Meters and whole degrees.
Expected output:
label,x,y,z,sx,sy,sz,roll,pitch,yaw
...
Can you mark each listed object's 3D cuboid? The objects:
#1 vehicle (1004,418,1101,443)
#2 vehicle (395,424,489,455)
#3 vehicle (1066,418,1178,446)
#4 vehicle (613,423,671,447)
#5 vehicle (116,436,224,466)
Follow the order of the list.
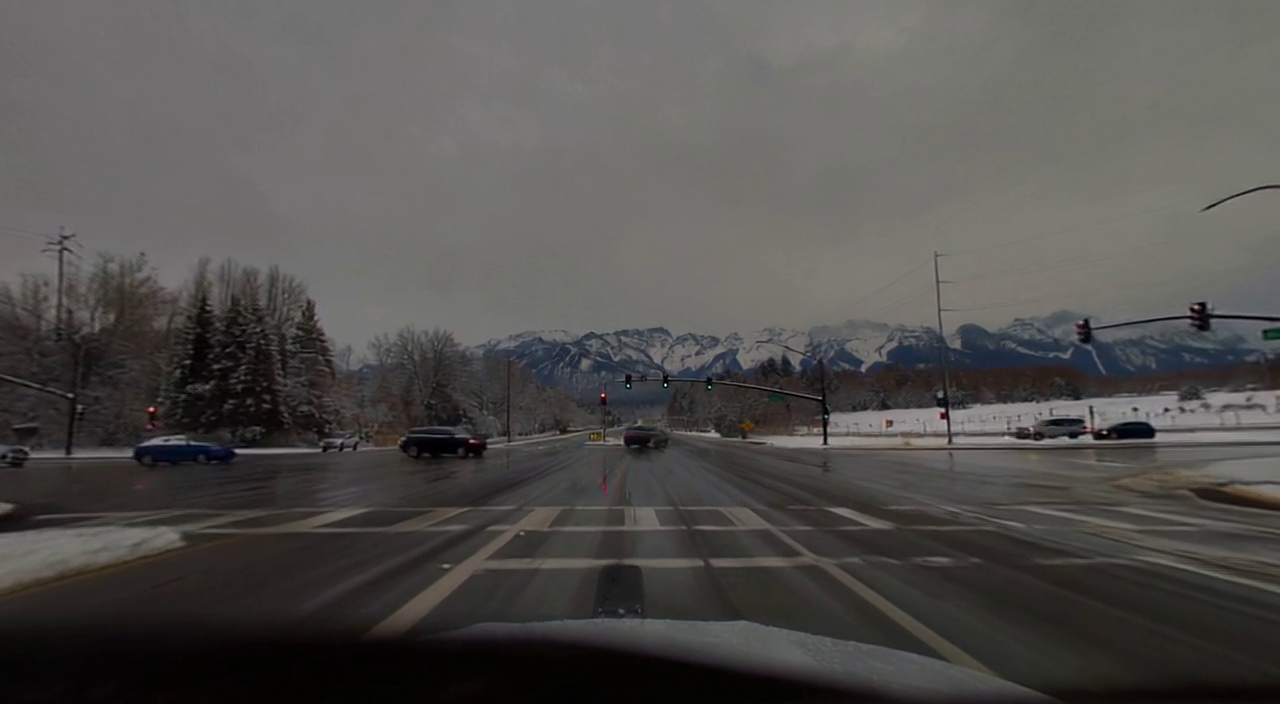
label,x,y,z,sx,sy,sz,roll,pitch,yaw
vehicle,28.287,5.420,43.438,5.100,1.680,2.055,0,-8,1
vehicle,-12.102,5.355,38.594,5.228,1.805,2.246,3,-9,-23
vehicle,27.390,4.576,36.013,4.778,1.495,1.959,0,-8,0
vehicle,0.230,6.473,49.006,2.020,1.713,4.547,-7,-11,40
vehicle,-25.754,5.405,34.732,4.218,1.542,2.044,1,-8,-6
